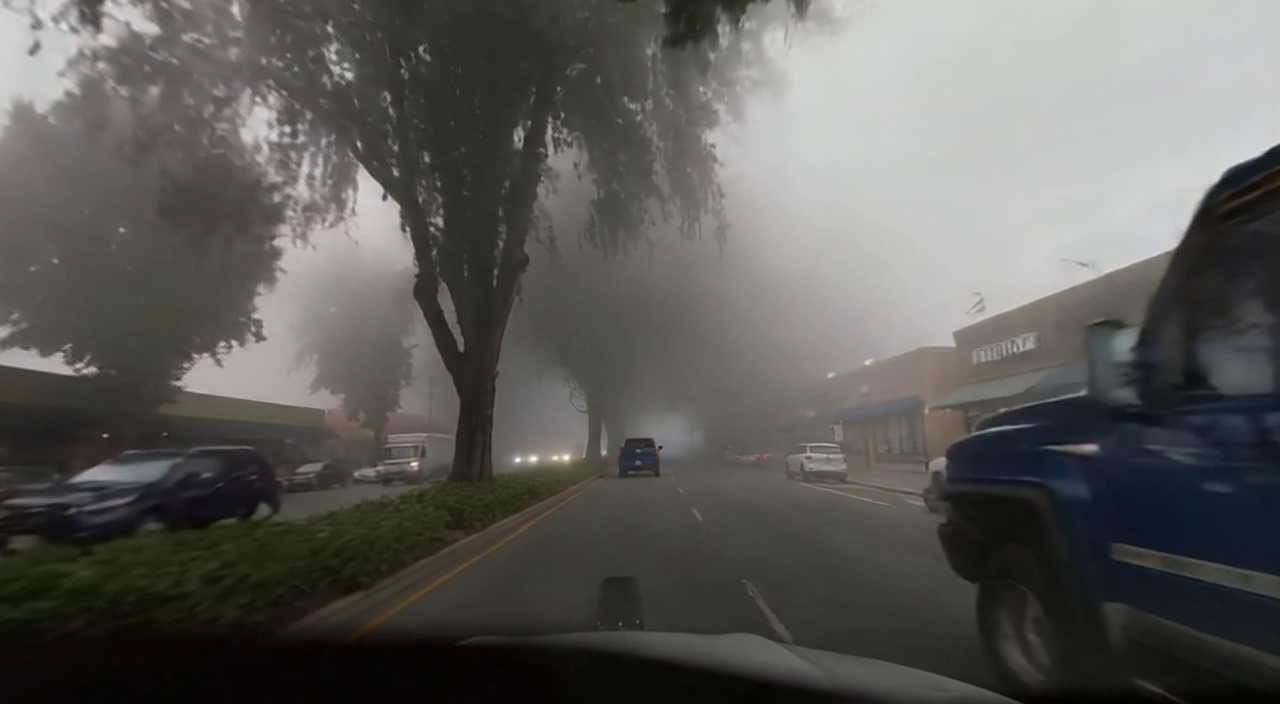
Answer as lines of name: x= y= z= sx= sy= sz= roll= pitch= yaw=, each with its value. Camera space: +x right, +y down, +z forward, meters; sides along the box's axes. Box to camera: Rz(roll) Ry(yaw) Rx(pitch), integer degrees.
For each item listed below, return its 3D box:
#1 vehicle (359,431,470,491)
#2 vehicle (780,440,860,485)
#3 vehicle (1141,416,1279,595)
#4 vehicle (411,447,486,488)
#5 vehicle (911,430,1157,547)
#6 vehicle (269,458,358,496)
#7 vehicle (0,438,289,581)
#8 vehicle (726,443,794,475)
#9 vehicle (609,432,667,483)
vehicle: x=-11.845 y=5.808 z=34.206 sx=2.894 sy=2.789 sz=8.218 roll=0 pitch=-9 yaw=0
vehicle: x=7.450 y=4.608 z=26.590 sx=2.004 sy=1.714 sz=4.356 roll=0 pitch=-9 yaw=-1
vehicle: x=7.053 y=1.353 z=5.401 sx=1.949 sy=1.664 sz=4.141 roll=0 pitch=-10 yaw=-3
vehicle: x=-8.345 y=5.034 z=27.961 sx=1.977 sy=1.669 sz=4.387 roll=0 pitch=-9 yaw=0
vehicle: x=7.210 y=2.484 z=12.323 sx=2.030 sy=1.631 sz=4.783 roll=5 pitch=-8 yaw=4
vehicle: x=-15.885 y=6.080 z=31.086 sx=1.962 sy=1.487 sz=4.652 roll=-3 pitch=-8 yaw=0
vehicle: x=-7.558 y=2.184 z=9.699 sx=1.937 sy=1.641 sz=4.575 roll=0 pitch=-9 yaw=-4
vehicle: x=6.722 y=6.054 z=36.022 sx=2.114 sy=1.697 sz=4.739 roll=2 pitch=-9 yaw=-12
vehicle: x=-0.030 y=4.602 z=27.840 sx=2.293 sy=2.036 sz=4.853 roll=0 pitch=-8 yaw=1
